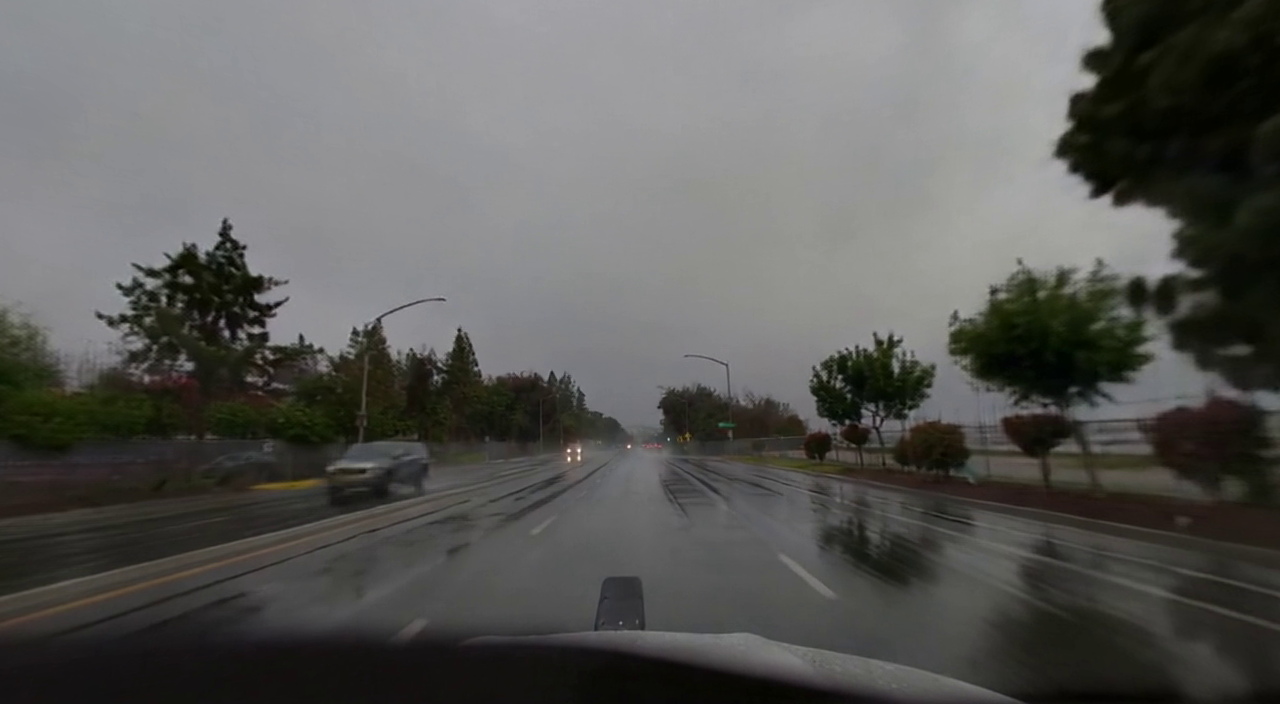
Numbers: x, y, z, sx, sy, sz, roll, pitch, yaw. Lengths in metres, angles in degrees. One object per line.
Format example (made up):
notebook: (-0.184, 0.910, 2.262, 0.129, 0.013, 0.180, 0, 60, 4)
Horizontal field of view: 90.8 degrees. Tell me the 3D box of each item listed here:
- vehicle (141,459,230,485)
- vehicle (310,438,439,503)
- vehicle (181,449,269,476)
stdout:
vehicle: (-27.070, 7.124, 37.685, 3.977, 1.453, 1.768, 0, -9, 3)
vehicle: (-7.748, 3.475, 18.969, 1.979, 1.684, 4.289, 0, -8, 0)
vehicle: (-26.468, 7.056, 40.370, 4.140, 1.635, 2.059, 0, -8, -1)
